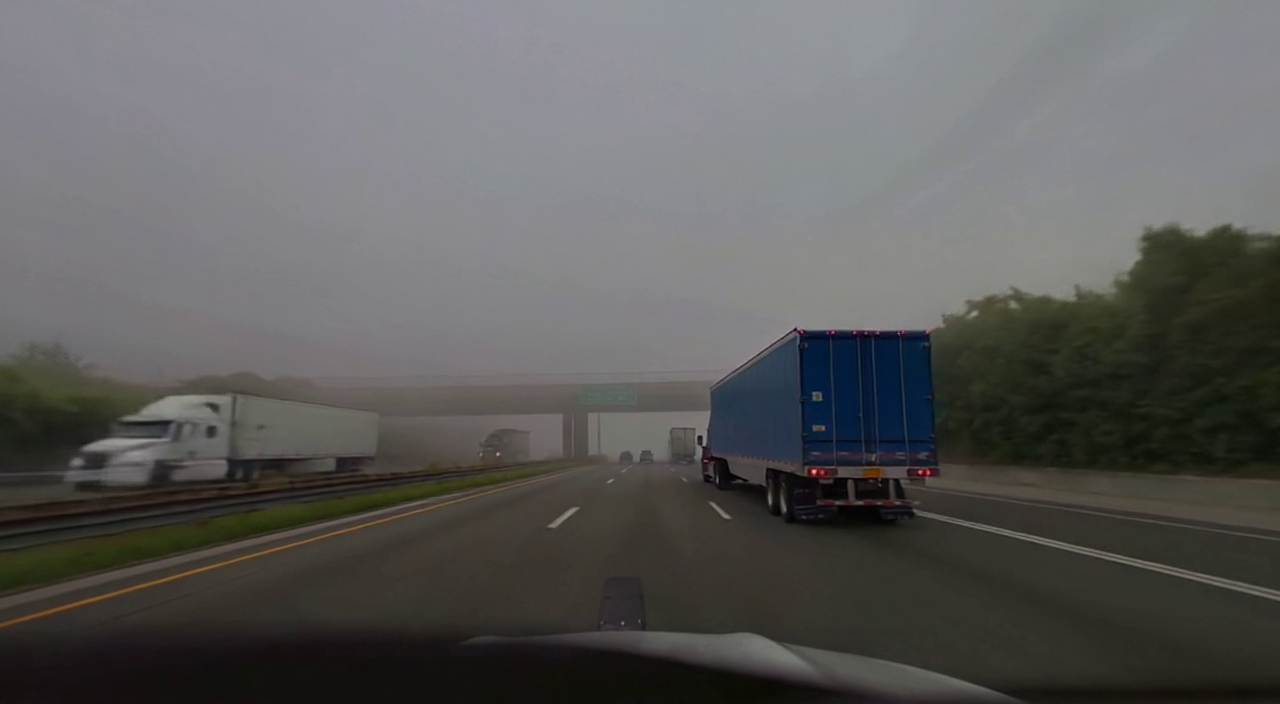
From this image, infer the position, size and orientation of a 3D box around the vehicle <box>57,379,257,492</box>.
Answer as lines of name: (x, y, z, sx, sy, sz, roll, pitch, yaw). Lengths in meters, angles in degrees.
vehicle: (-18.746, 3.386, 25.106, 2.994, 3.938, 5.901, 0, -9, 0)

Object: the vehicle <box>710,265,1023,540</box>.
vehicle: (4.046, 1.772, 16.308, 2.825, 4.054, 14.210, 0, -9, 0)
